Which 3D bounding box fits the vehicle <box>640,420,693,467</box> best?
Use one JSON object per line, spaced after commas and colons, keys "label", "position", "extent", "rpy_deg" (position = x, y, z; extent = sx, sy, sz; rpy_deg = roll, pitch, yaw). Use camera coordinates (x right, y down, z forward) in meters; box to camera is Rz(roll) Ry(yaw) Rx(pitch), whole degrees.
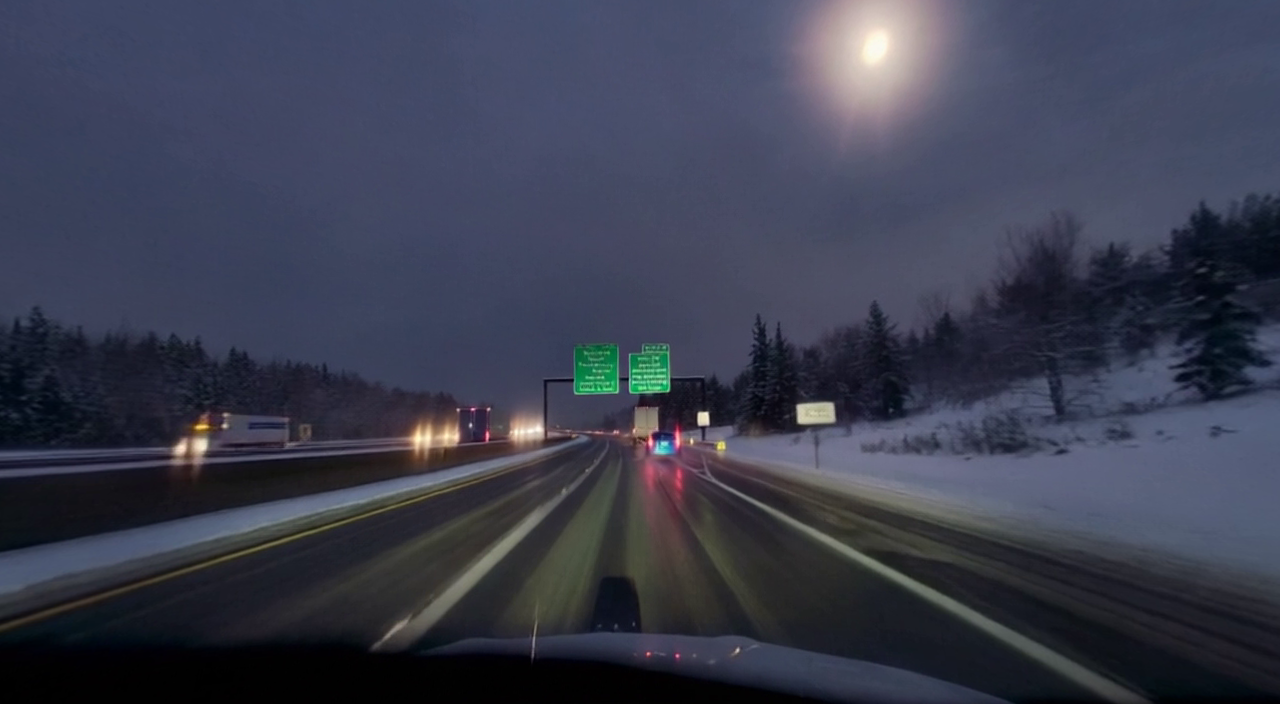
{"label": "vehicle", "position": [1.110, 4.118, 28.561], "extent": [2.076, 1.914, 4.287], "rpy_deg": [0, -8, -2]}
